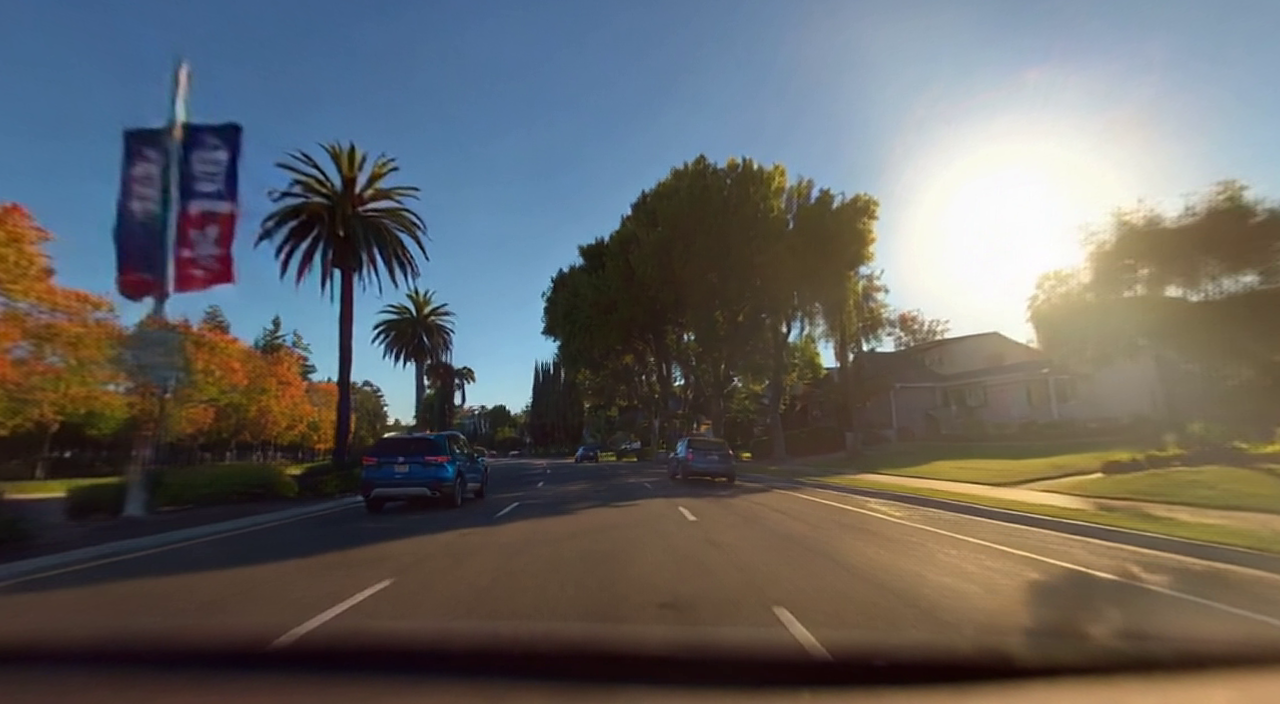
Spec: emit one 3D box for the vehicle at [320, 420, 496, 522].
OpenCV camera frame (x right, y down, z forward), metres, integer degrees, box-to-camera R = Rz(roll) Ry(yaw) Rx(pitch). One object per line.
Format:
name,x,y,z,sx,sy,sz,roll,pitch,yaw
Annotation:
vehicle,-4.622,2.452,13.493,2.150,1.768,4.868,1,-9,-3

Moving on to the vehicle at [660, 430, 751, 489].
vehicle,2.126,3.719,22.011,2.195,1.804,4.658,1,-9,-7
